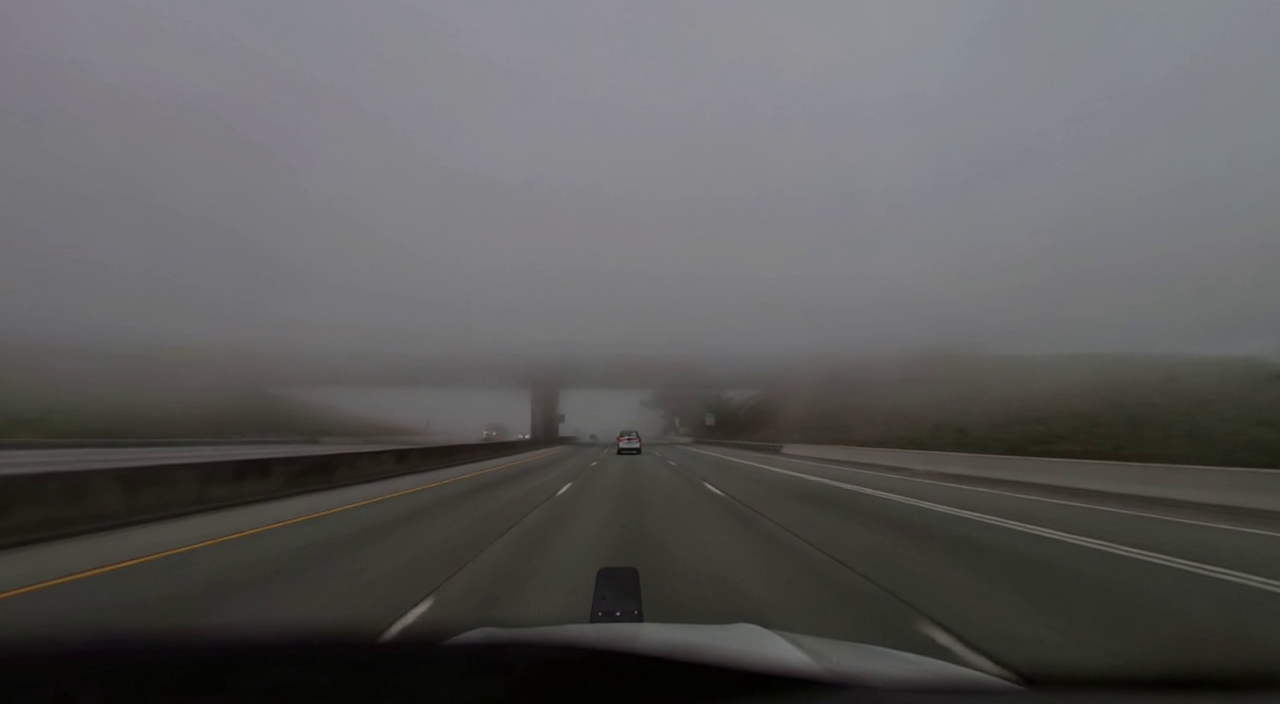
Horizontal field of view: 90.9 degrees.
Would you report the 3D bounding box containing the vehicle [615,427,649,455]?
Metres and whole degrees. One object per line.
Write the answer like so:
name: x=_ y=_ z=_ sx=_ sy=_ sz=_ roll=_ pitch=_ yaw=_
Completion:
vehicle: x=-0.624 y=6.400 z=45.396 sx=2.277 sy=1.913 sz=4.510 roll=0 pitch=-8 yaw=-2
